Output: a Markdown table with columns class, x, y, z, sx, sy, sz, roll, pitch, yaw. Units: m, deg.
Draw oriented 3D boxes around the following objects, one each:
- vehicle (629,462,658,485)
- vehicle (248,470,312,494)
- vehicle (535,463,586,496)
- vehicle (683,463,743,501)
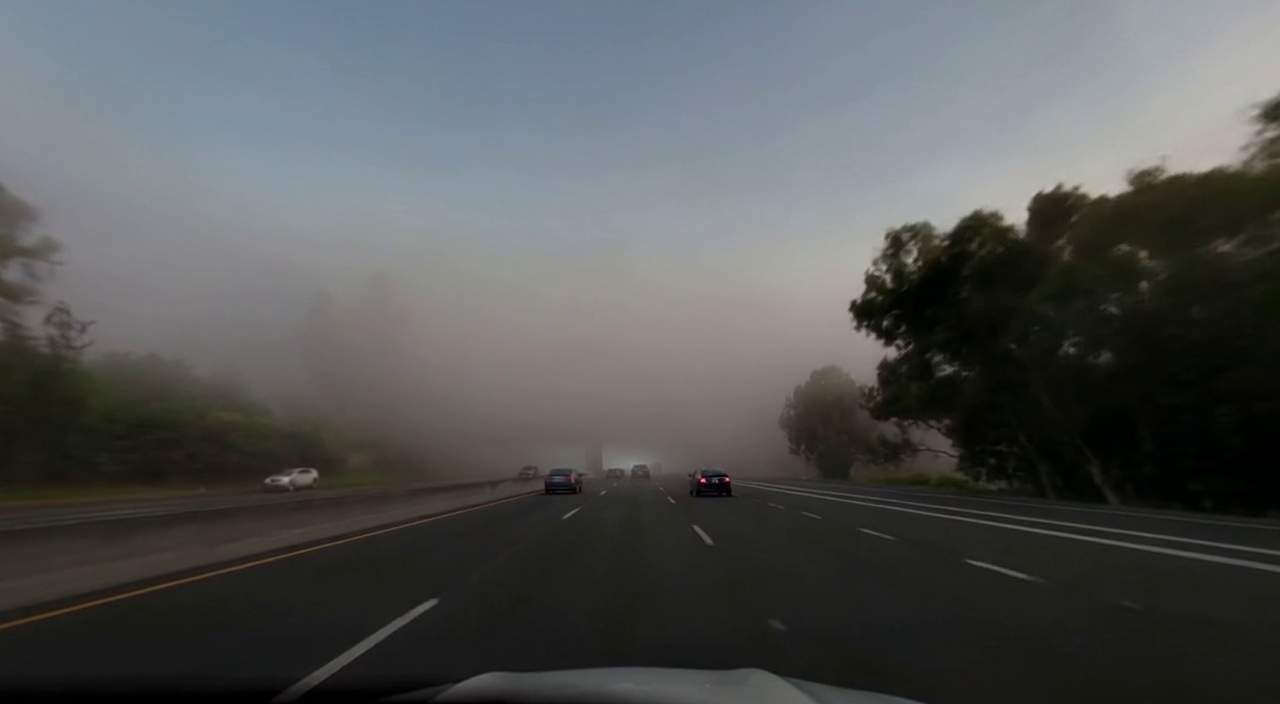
| class | x | y | z | sx | sy | sz | roll | pitch | yaw |
| --- | --- | --- | --- | --- | --- | --- | --- | --- | --- |
| vehicle | 0.257 | 9.600 | 49.567 | 2.181 | 1.698 | 4.056 | 1 | -10 | 0 |
| vehicle | -28.181 | 10.172 | 49.334 | 2.133 | 1.712 | 4.547 | 0 | -10 | 2 |
| vehicle | -3.891 | 6.331 | 31.374 | 1.975 | 1.486 | 3.903 | 1 | -10 | 0 |
| vehicle | 3.186 | 5.787 | 28.245 | 2.092 | 1.518 | 4.348 | 1 | -10 | -2 |
